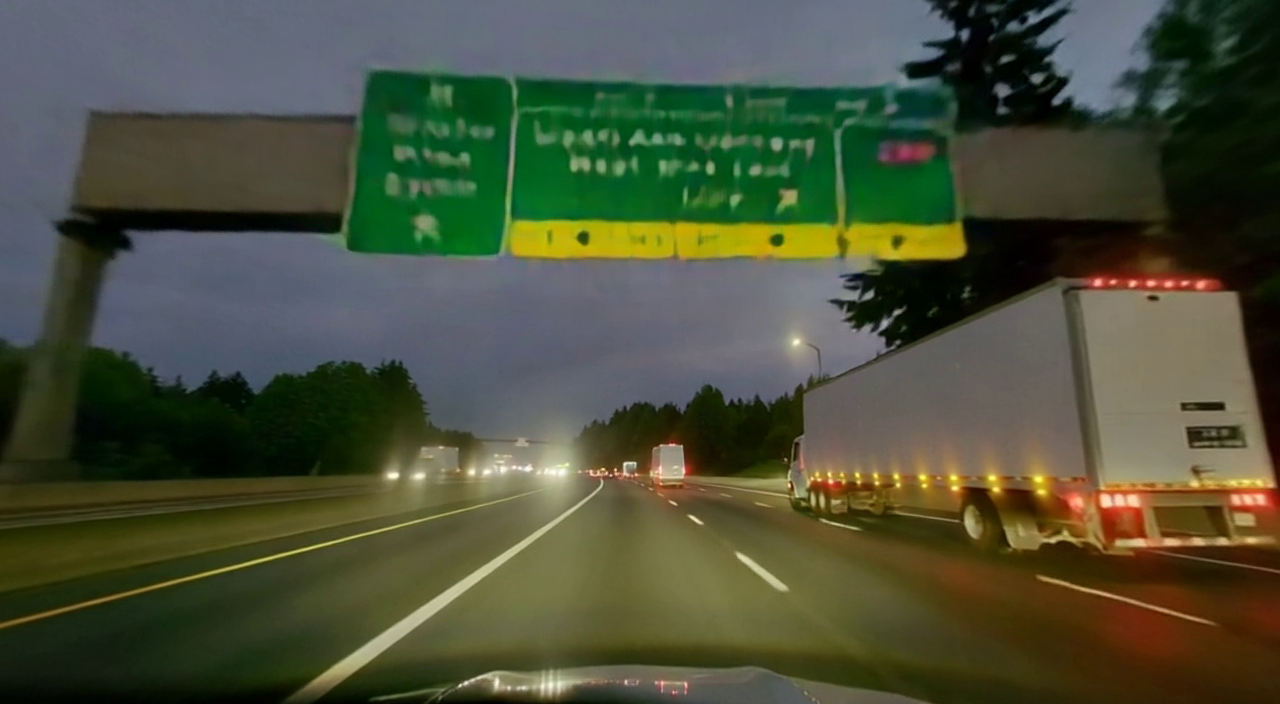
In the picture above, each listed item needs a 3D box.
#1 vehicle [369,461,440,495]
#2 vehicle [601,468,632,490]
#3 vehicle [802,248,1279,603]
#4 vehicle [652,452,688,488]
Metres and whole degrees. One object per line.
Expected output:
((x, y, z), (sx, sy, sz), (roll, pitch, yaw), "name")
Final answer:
((-11.203, 6.025, 30.189), (1.890, 1.515, 3.920), (1, -10, -1), "vehicle")
((-1.716, 9.180, 45.589), (2.106, 1.524, 4.381), (1, -10, -2), "vehicle")
((7.157, 2.058, 14.384), (2.866, 4.102, 14.351), (1, -10, -1), "vehicle")
((2.267, 9.192, 49.026), (2.291, 2.639, 5.280), (1, -10, -3), "vehicle")
